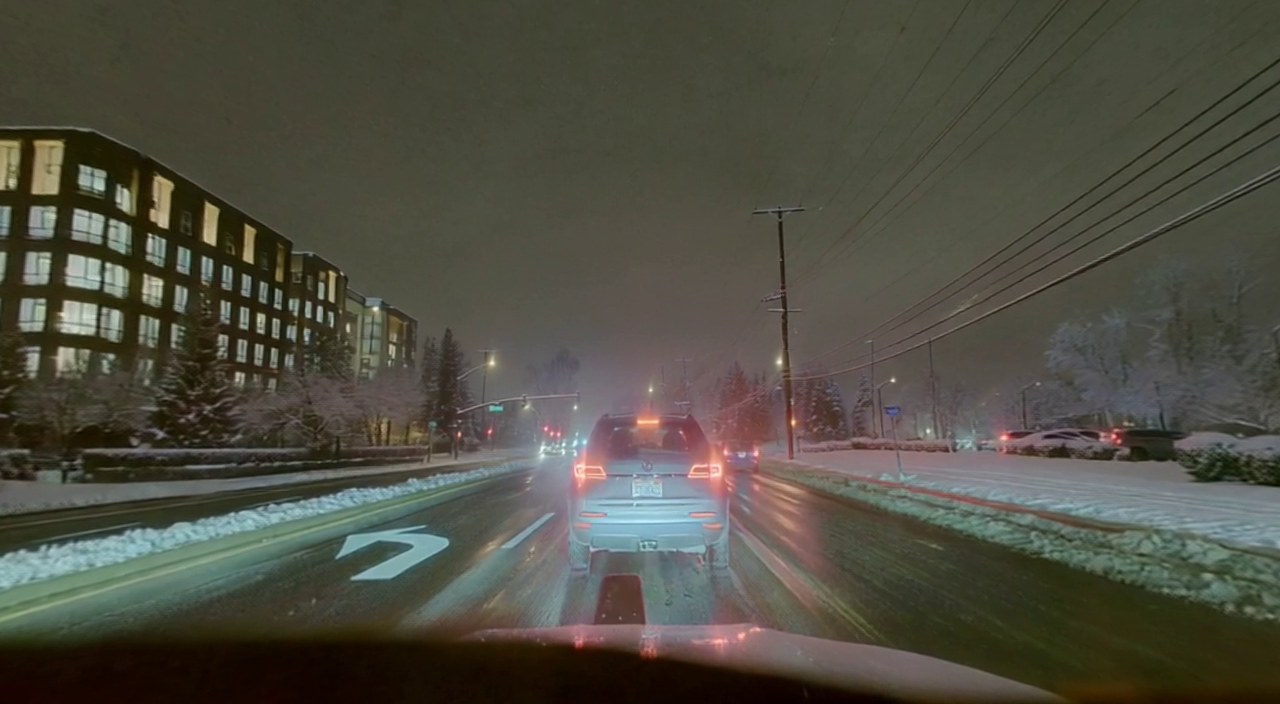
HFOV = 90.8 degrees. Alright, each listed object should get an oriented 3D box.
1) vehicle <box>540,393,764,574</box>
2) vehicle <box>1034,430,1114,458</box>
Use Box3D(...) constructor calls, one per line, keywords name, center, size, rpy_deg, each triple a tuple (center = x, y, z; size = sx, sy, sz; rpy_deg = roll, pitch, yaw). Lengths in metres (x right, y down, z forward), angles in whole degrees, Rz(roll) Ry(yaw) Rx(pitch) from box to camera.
Box3D(name="vehicle", center=(0.117, 1.614, 8.446), size=(2.189, 1.776, 4.342), rpy_deg=(0, -9, 0))
Box3D(name="vehicle", center=(33.922, 7.241, 49.682), size=(2.400, 2.035, 6.402), rpy_deg=(-1, -9, 7))
